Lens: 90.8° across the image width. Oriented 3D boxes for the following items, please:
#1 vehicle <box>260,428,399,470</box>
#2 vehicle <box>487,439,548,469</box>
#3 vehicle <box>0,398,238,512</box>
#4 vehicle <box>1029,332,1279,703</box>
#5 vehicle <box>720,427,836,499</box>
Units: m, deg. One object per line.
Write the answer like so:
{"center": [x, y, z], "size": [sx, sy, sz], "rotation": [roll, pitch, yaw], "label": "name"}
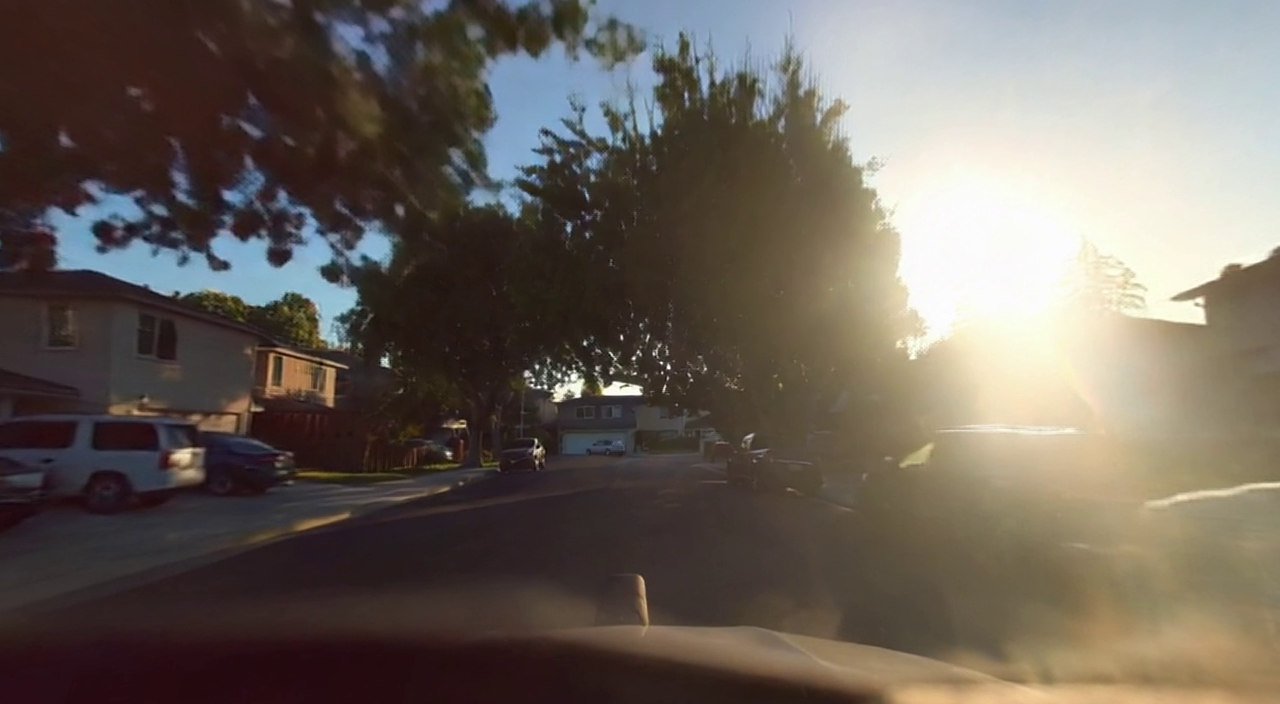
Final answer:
{"center": [-11.744, 3.695, 24.131], "size": [4.221, 1.508, 2.032], "rotation": [0, -9, 0], "label": "vehicle"}
{"center": [-6.720, 5.498, 34.308], "size": [2.236, 1.459, 4.832], "rotation": [3, -9, -23], "label": "vehicle"}
{"center": [-10.138, 1.818, 11.343], "size": [4.448, 1.850, 1.957], "rotation": [0, -8, 1], "label": "vehicle"}
{"center": [3.862, 0.688, 1.766], "size": [2.046, 1.835, 5.411], "rotation": [0, -8, -1], "label": "vehicle"}
{"center": [3.912, 3.240, 19.045], "size": [2.235, 1.829, 5.194], "rotation": [0, -8, -1], "label": "vehicle"}
